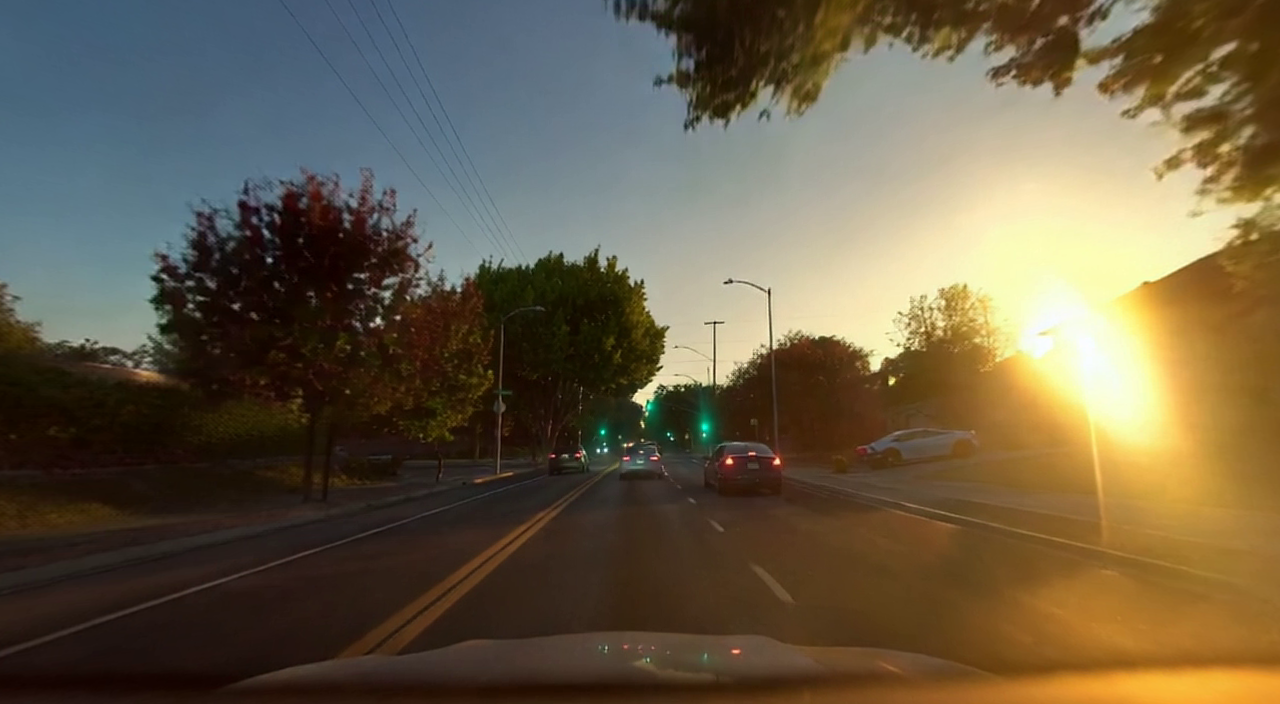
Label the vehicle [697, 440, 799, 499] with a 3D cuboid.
[{"bbox_3d":[2.957,3.332,18.370,2.158,1.483,4.415,0,-8,0],"label":"vehicle"}]

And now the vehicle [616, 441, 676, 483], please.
[{"bbox_3d":[0.221,4.143,24.080,2.101,1.467,4.210,0,-8,0],"label":"vehicle"}]

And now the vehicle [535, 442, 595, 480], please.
[{"bbox_3d":[-3.147,4.685,27.330,2.012,1.505,4.205,0,-8,1],"label":"vehicle"}]

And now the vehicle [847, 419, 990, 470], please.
[{"bbox_3d":[13.848,4.622,31.642,5.929,1.970,2.381,-5,-8,-2],"label":"vehicle"}]
